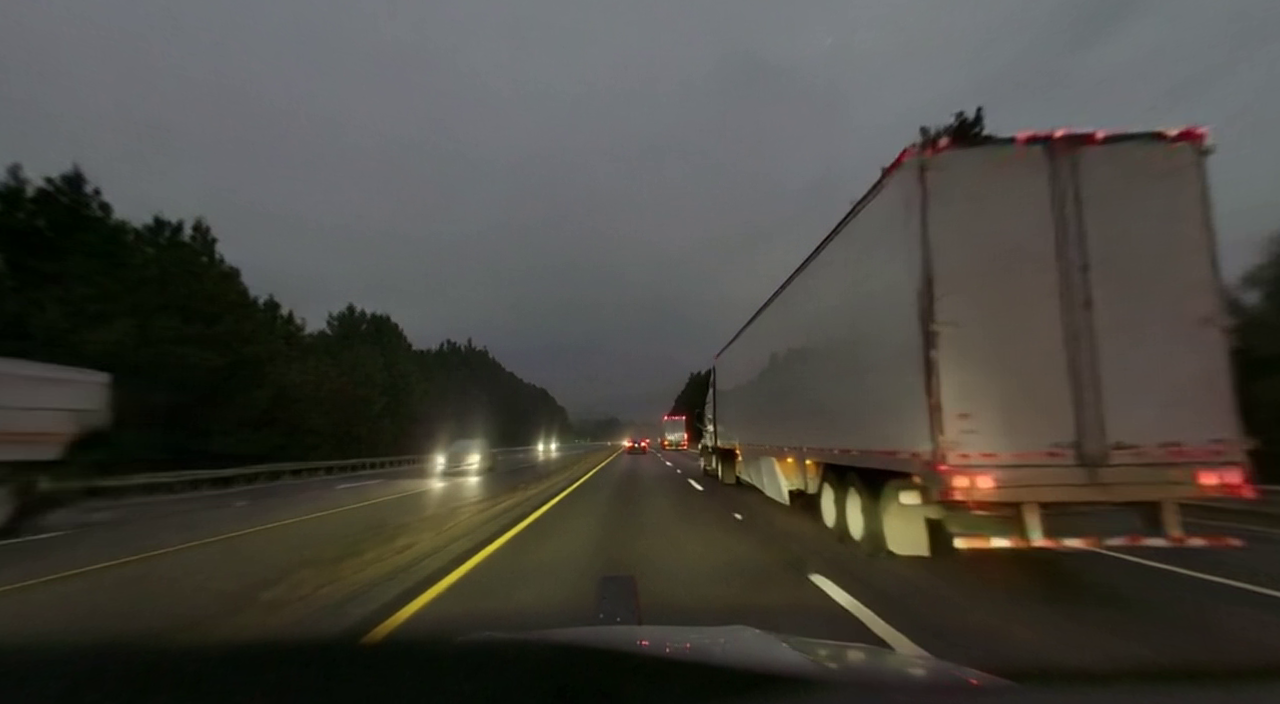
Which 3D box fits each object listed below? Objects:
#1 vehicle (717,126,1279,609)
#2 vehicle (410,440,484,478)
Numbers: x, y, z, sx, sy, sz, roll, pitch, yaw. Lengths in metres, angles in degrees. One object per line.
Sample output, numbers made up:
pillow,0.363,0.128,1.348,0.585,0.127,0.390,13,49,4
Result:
vehicle,3.904,0.960,12.090,2.919,4.004,13.911,0,-8,-1
vehicle,-8.200,4.550,27.108,1.912,1.506,3.878,0,-8,0
